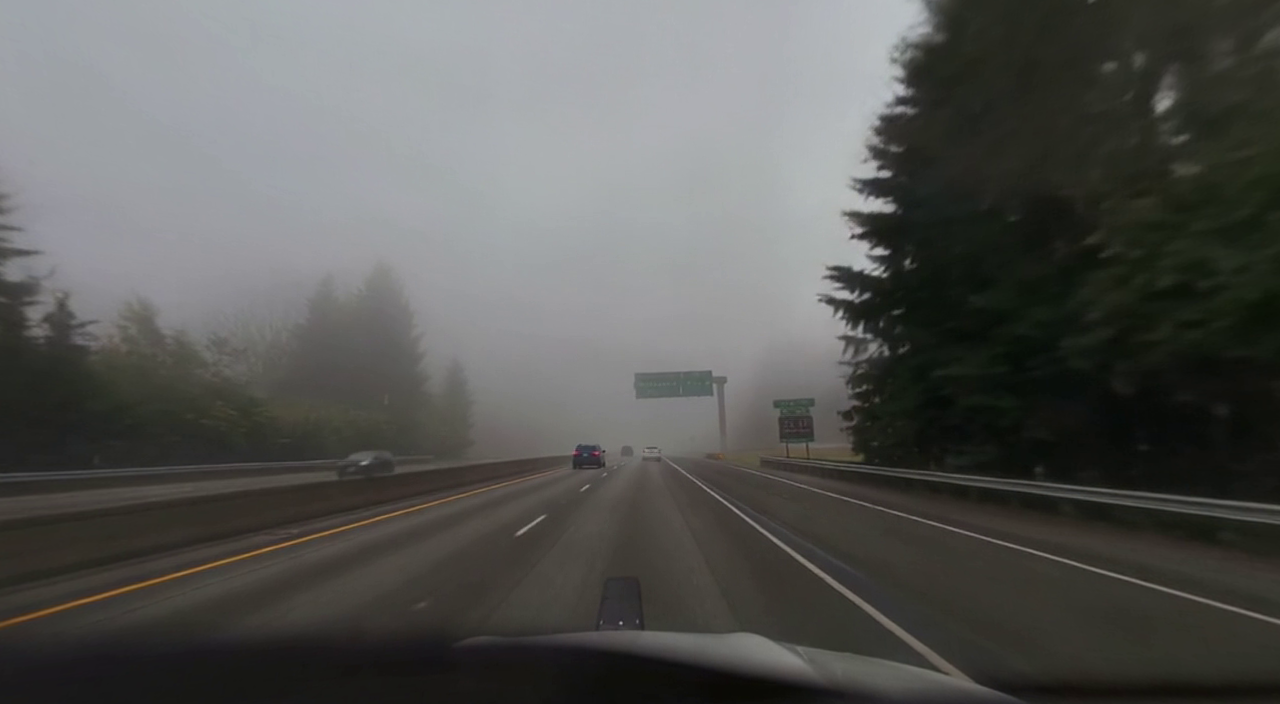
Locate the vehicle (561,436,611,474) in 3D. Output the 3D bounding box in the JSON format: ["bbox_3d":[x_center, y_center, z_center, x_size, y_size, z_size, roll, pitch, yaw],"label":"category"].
[{"bbox_3d":[-2.758,5.395,33.286,2.143,1.853,4.123,0,-8,2],"label":"vehicle"}]

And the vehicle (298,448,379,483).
[{"bbox_3d":[-16.301,6.134,34.396,1.998,1.712,4.578,-1,-9,2],"label":"vehicle"}]
